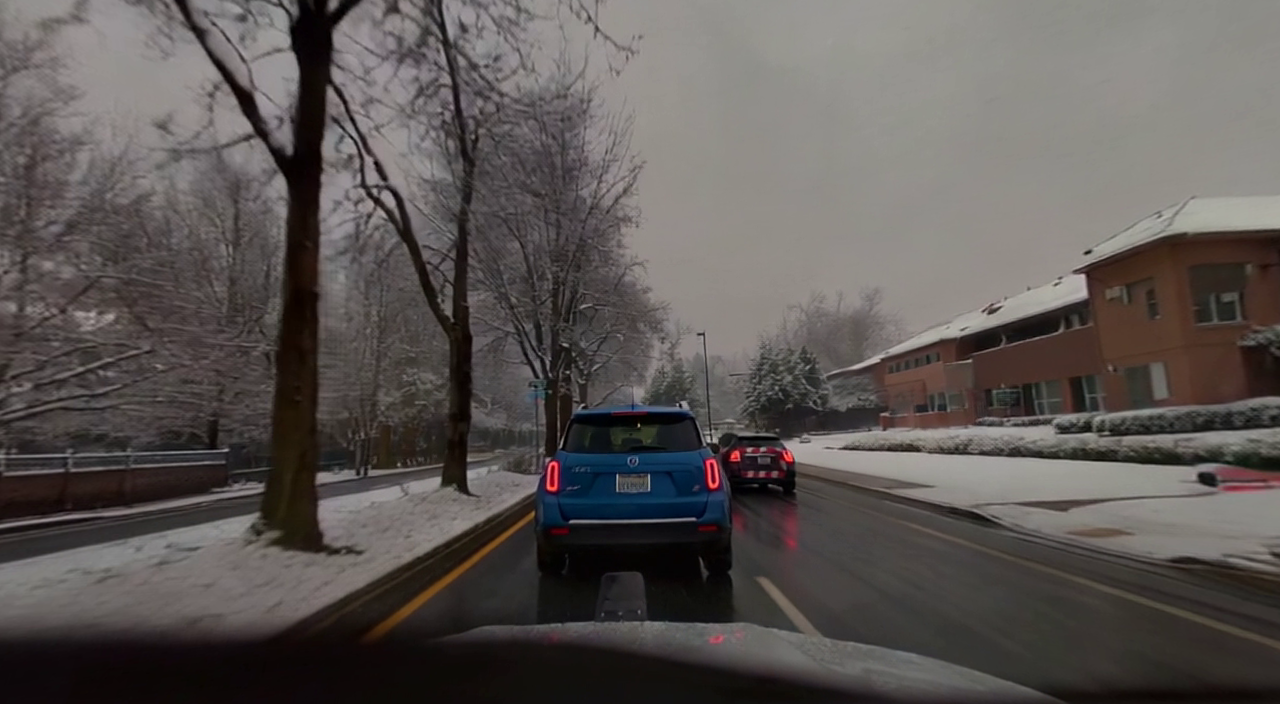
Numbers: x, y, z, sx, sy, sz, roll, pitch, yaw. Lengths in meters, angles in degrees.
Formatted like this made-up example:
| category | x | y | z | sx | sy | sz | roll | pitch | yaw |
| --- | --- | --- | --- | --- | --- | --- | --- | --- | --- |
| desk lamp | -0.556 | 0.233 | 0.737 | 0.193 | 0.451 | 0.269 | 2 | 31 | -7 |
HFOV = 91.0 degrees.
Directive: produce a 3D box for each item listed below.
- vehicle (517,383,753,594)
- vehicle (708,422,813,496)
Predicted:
| category | x | y | z | sx | sy | sz | roll | pitch | yaw |
| --- | --- | --- | --- | --- | --- | --- | --- | --- | --- |
| vehicle | -0.081 | 1.388 | 6.978 | 1.984 | 1.777 | 3.148 | 0 | -9 | -2 |
| vehicle | 3.052 | 2.827 | 16.874 | 1.840 | 1.709 | 4.202 | 0 | -9 | -2 |
